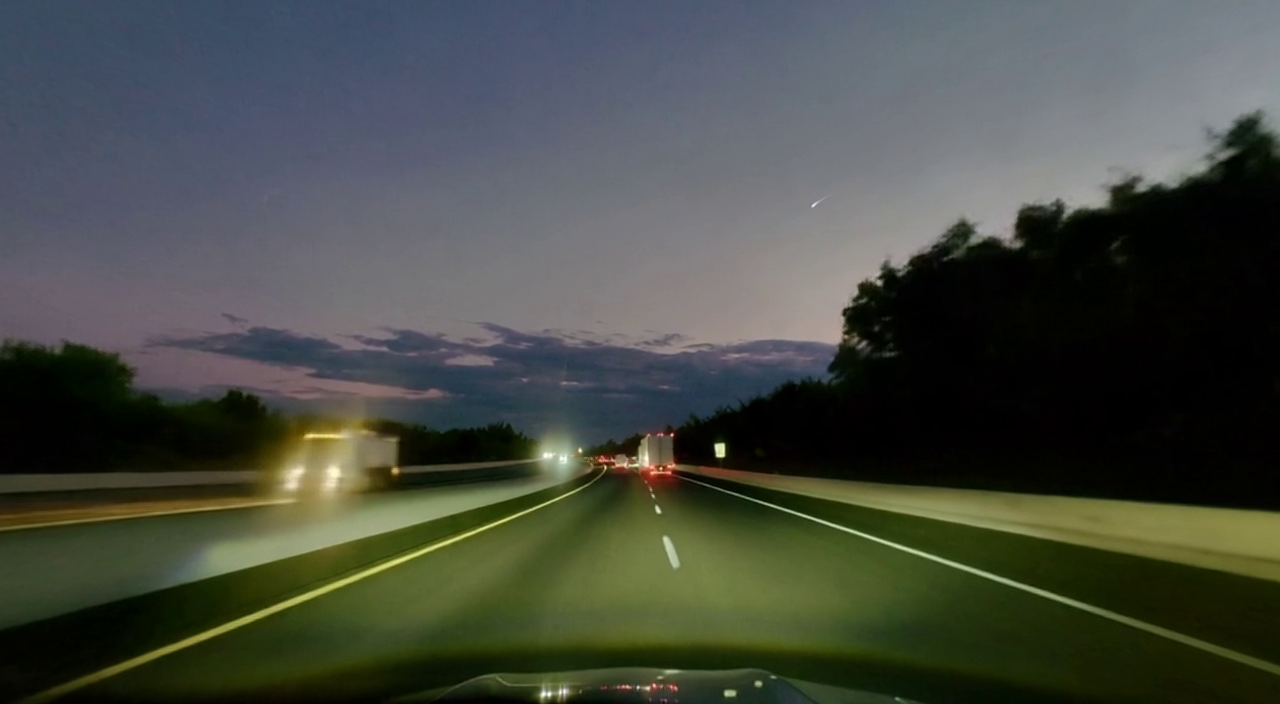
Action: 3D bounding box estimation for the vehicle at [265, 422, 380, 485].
[{"bbox_3d":[-14.927,4.910,30.184,2.238,2.652,6.100,1,-10,0],"label":"vehicle"}]
